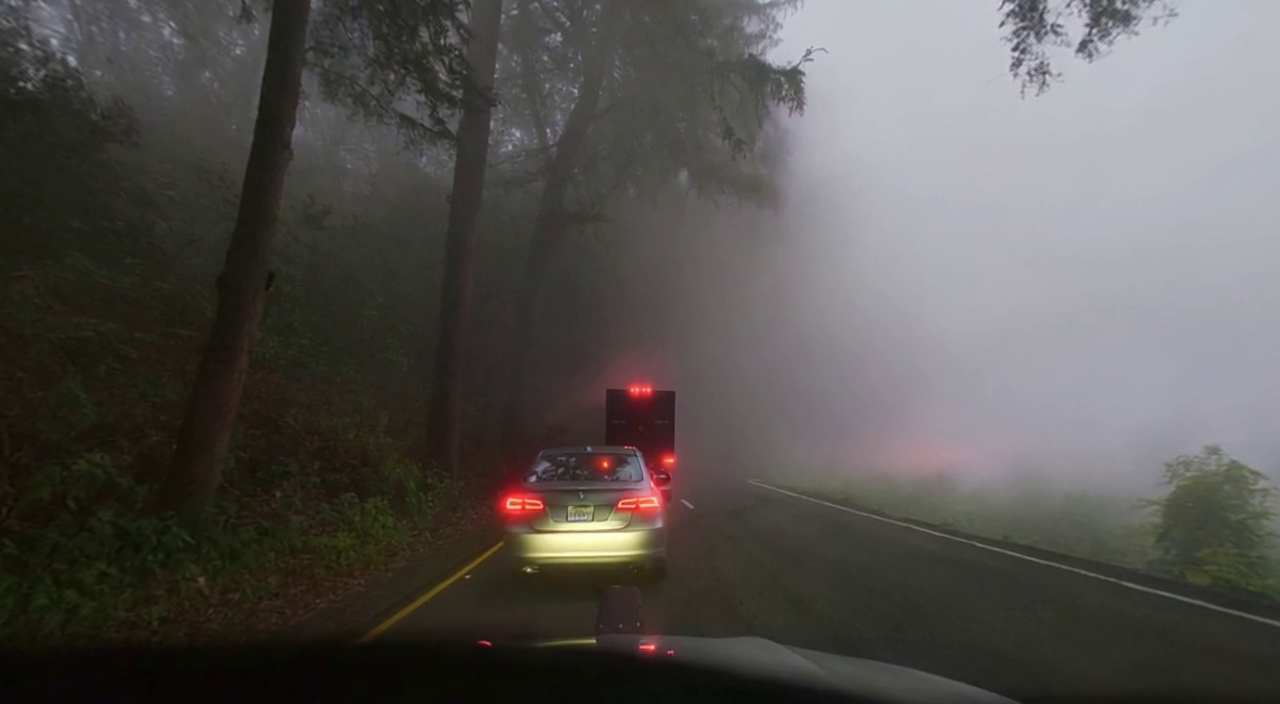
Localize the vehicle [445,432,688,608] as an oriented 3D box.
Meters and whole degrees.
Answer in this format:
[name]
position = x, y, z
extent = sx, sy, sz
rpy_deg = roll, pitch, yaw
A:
[vehicle]
position = -0.622, 1.754, 7.510
extent = 2.076, 1.490, 4.078
rpy_deg = 0, -9, 0
